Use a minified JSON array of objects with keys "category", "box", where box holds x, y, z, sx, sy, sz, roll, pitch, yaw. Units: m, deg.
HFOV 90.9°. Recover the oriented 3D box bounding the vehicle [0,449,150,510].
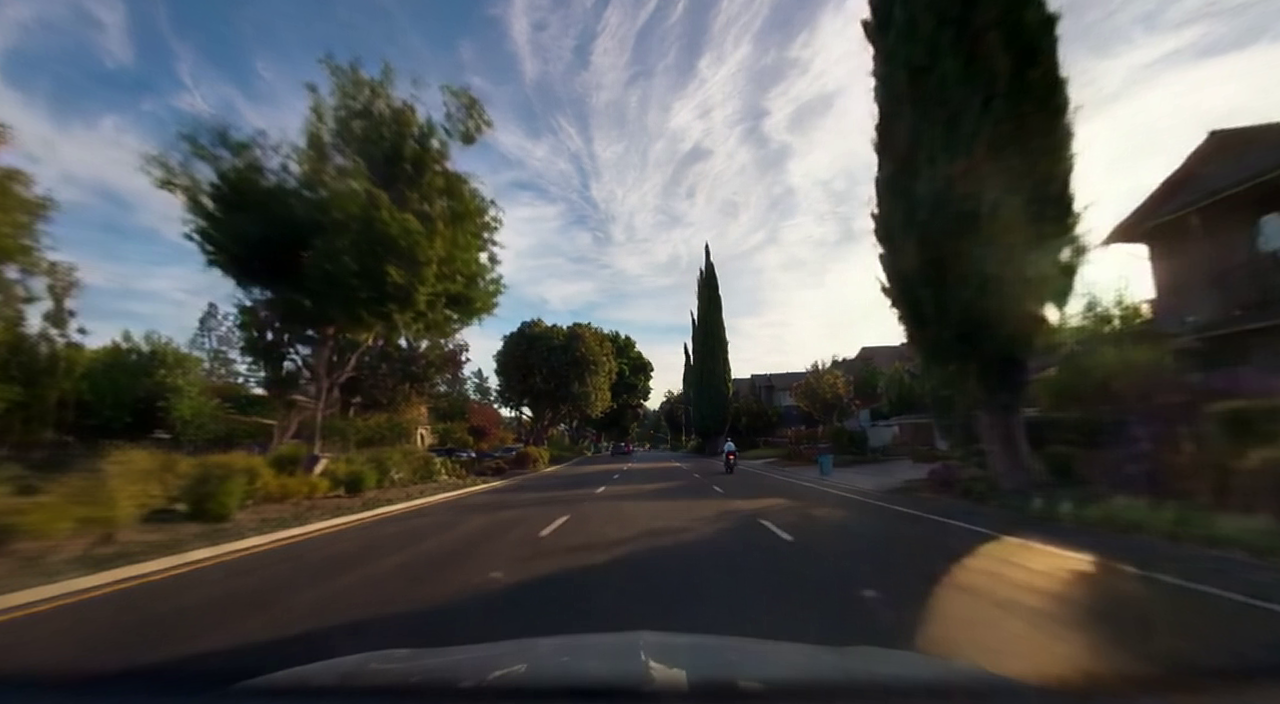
[{"category":"vehicle","box":[-16.912,3.543,18.031,1.963,1.480,4.659,0,-8,1]}]
